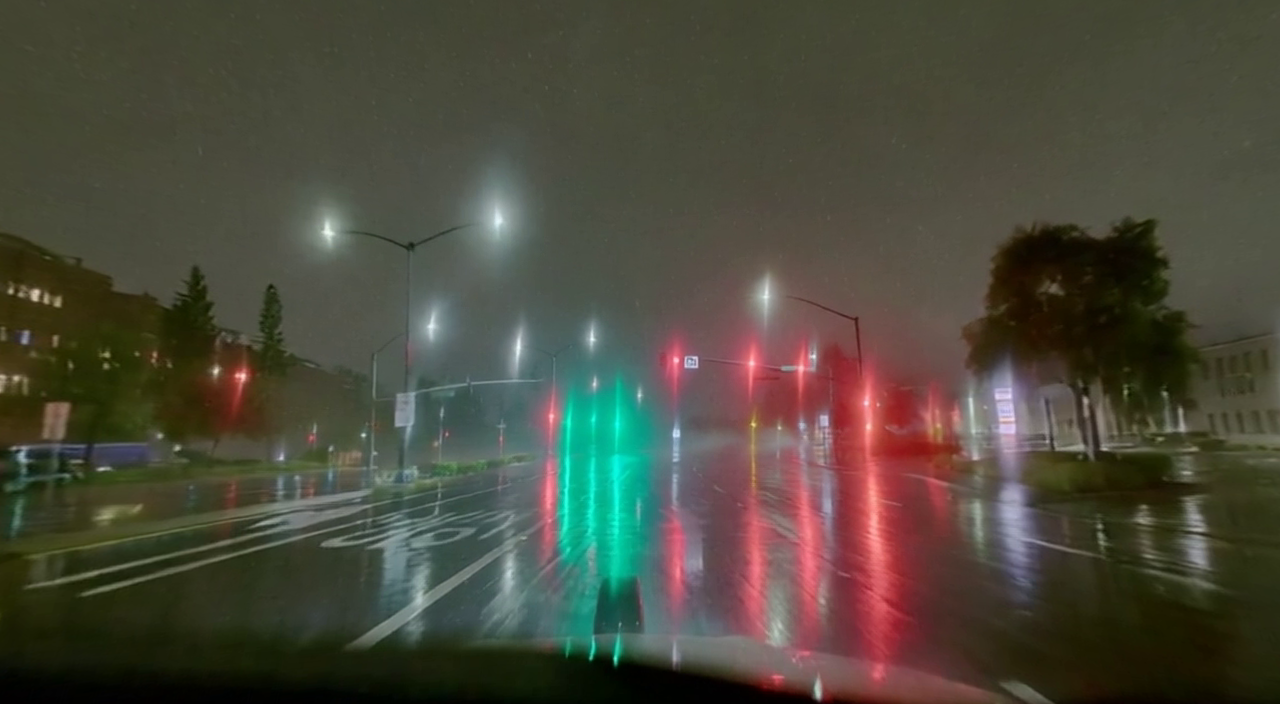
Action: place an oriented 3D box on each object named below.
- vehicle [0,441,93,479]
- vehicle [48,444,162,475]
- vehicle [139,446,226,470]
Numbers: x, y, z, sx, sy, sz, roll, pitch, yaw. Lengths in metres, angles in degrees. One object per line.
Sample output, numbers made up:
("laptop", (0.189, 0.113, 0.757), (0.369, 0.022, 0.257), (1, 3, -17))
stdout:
("vehicle", (-28.678, 4.951, 29.076), (4.830, 1.664, 2.241), (0, -9, -1))
("vehicle", (-29.044, 5.853, 34.380), (4.363, 1.590, 1.933), (0, -9, -1))
("vehicle", (-31.150, 7.182, 43.161), (4.313, 1.549, 1.917), (3, -9, -20))
